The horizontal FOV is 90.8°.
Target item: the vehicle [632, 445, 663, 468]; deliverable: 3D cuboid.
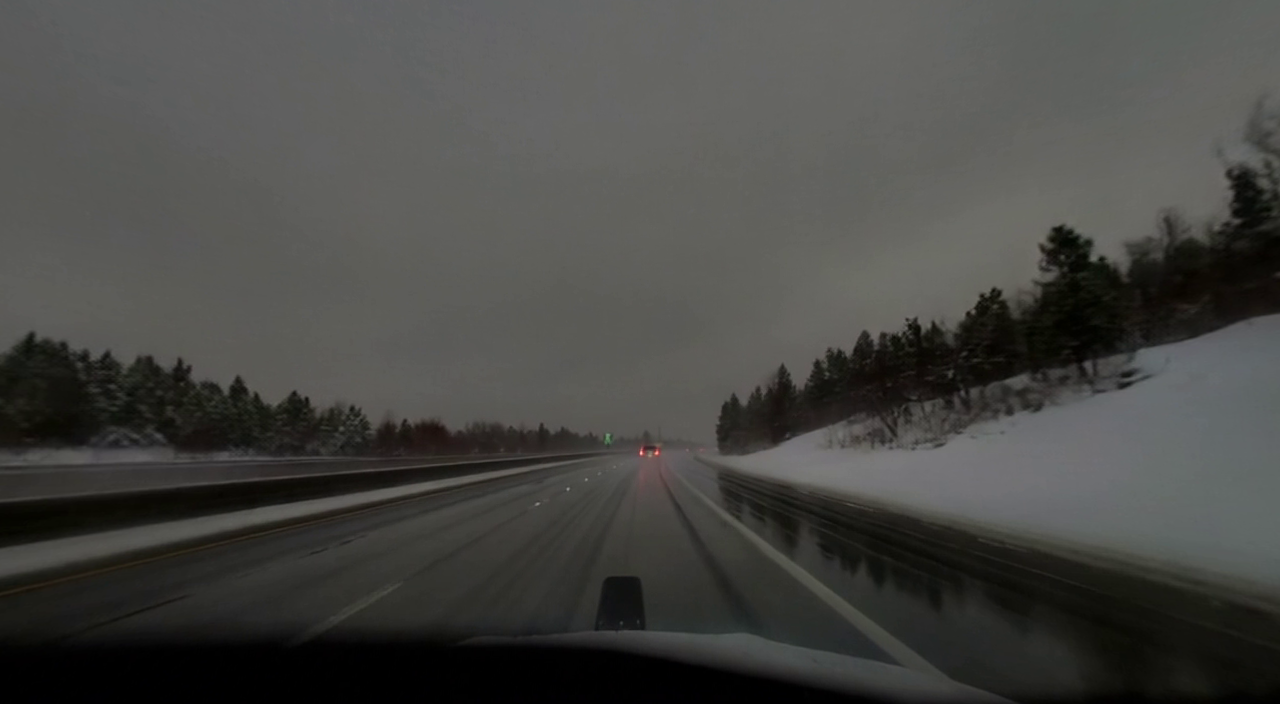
[{"bbox_3d":[0.605,7.843,47.568,2.221,1.603,4.149,0,-9,1],"label":"vehicle"}]
